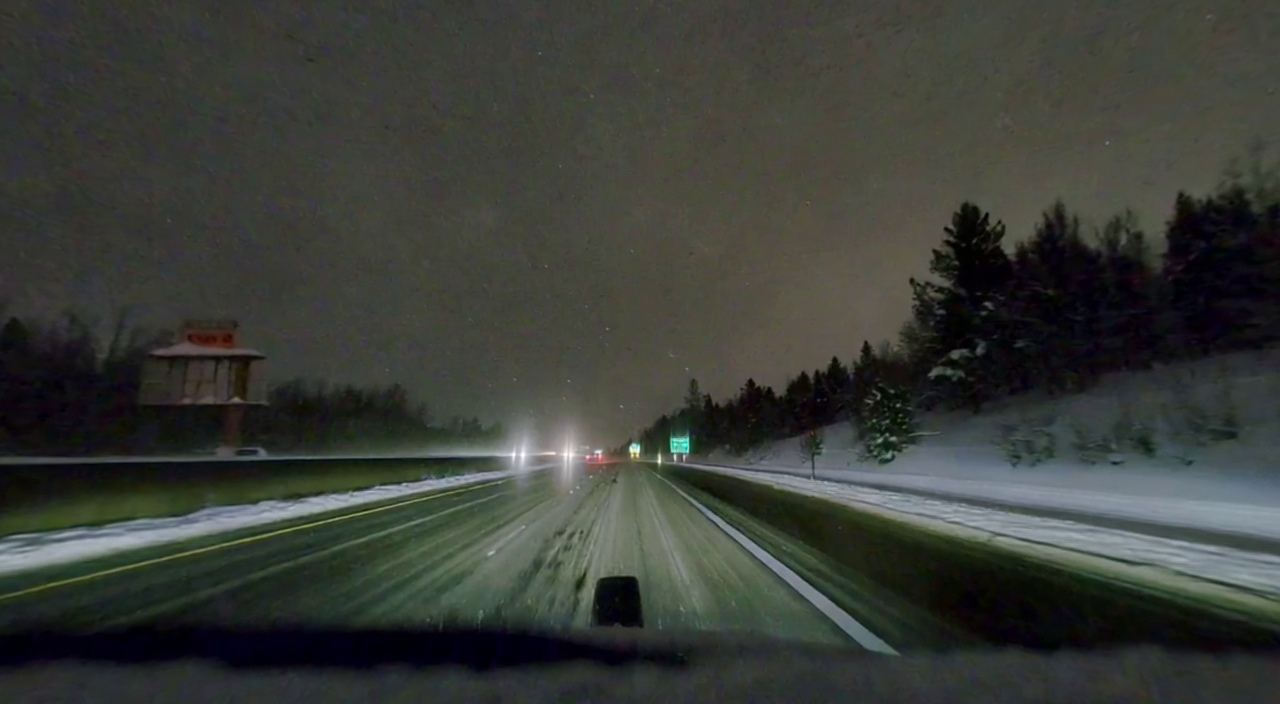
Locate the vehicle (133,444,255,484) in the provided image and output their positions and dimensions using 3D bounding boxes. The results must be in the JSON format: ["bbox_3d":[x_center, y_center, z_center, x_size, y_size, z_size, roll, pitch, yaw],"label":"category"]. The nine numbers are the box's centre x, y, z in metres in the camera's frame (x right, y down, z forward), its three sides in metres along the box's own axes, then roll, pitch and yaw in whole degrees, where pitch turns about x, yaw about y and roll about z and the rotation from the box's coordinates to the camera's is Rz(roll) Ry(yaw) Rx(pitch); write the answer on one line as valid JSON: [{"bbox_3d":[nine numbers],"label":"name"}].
[{"bbox_3d":[-17.858,4.497,25.472,1.842,1.446,4.224,0,-9,0],"label":"vehicle"}]
